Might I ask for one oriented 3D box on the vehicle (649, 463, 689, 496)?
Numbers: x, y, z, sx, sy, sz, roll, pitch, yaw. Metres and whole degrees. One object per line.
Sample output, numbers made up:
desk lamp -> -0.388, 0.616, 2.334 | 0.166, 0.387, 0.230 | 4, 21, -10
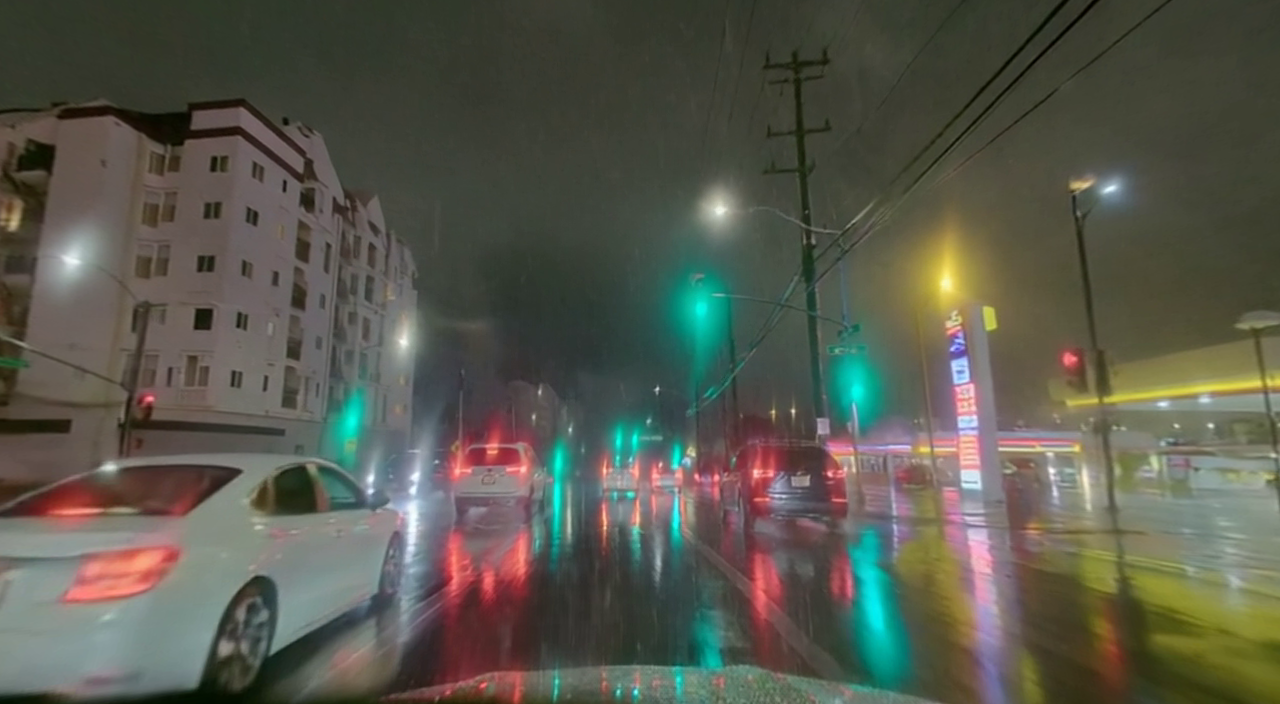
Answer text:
vehicle -> 1.637, 7.451, 37.256 | 1.953, 1.687, 4.094 | 0, -8, -3

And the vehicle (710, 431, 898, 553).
vehicle -> 2.492, 2.238, 10.829 | 1.945, 1.647, 4.160 | 0, -8, -2

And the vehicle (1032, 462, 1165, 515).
vehicle -> 15.620, 4.618, 21.888 | 1.959, 1.482, 4.664 | -2, -9, 13

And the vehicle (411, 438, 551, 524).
vehicle -> -3.504, 2.928, 14.983 | 2.221, 1.706, 4.451 | 0, -8, -1

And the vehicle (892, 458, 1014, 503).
vehicle -> 12.062, 4.898, 24.398 | 4.048, 1.539, 1.820 | 3, -9, -19

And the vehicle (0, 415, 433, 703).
vehicle -> -3.159, 1.309, 4.699 | 1.932, 1.458, 4.330 | 0, -8, -2

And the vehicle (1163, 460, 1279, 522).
vehicle -> 21.065, 4.739, 22.059 | 1.878, 1.680, 4.244 | -2, -7, 0

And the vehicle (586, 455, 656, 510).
vehicle -> -0.629, 4.036, 20.023 | 1.999, 1.487, 3.939 | 0, -8, -2
